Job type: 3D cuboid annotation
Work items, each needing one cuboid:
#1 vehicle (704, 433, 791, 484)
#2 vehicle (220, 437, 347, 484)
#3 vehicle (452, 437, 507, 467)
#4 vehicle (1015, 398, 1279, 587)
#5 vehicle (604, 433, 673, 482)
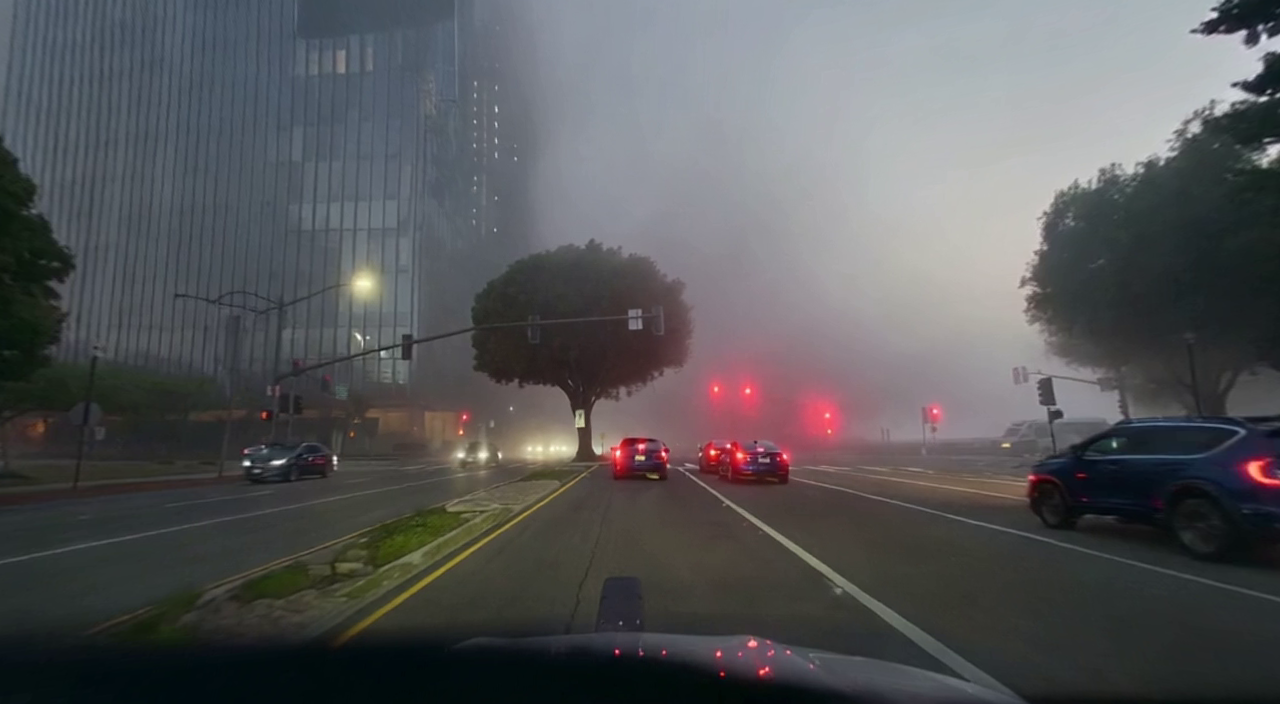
[{"bbox_3d":[3.454,3.530,21.195,2.018,1.491,4.544,0,-9,-1],"label":"vehicle"},{"bbox_3d":[-12.794,3.919,23.056,1.930,1.529,4.303,0,-9,3],"label":"vehicle"},{"bbox_3d":[-8.699,5.461,34.606,1.965,1.530,3.883,0,-9,0],"label":"vehicle"},{"bbox_3d":[7.167,1.608,7.759,2.177,1.774,4.743,0,-9,0],"label":"vehicle"},{"bbox_3d":[-0.071,3.502,21.168,2.087,1.468,4.014,0,-9,-1],"label":"vehicle"}]
